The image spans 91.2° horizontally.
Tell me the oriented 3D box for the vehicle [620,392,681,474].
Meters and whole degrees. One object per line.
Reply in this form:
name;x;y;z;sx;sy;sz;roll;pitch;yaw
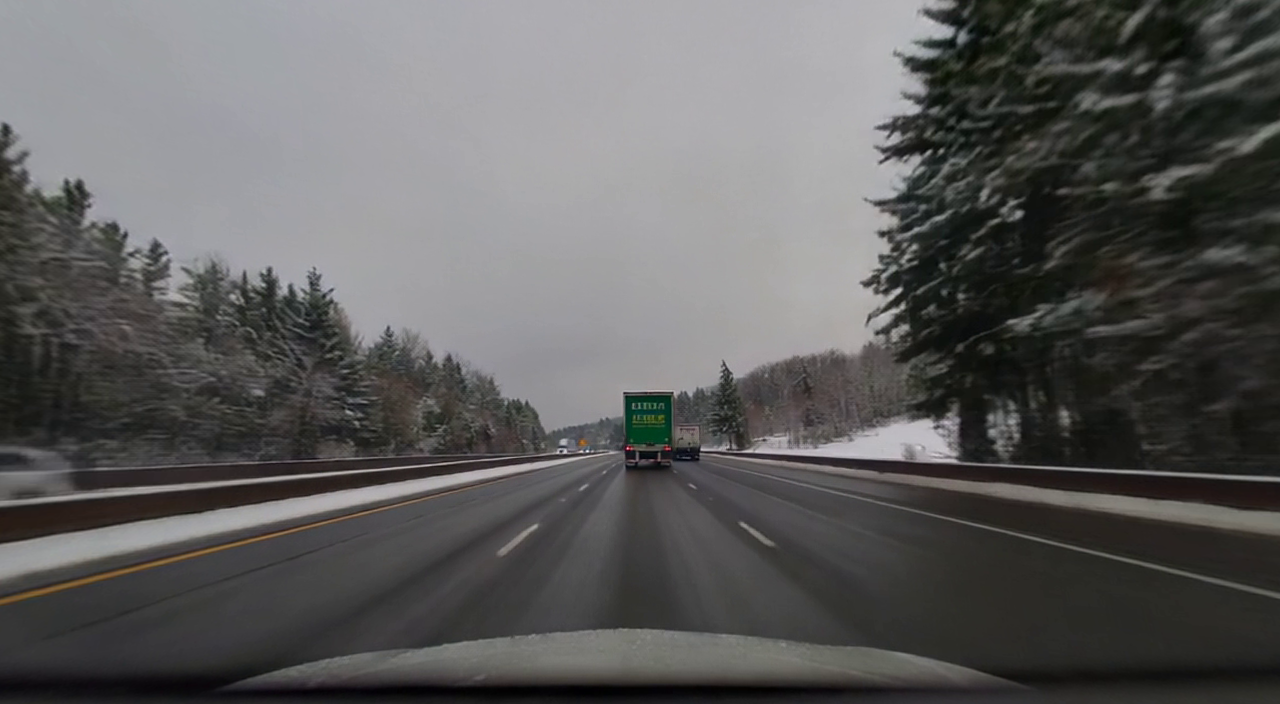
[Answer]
vehicle;0.520;4.848;36.695;3.057;4.073;10.792;0;-9;0
